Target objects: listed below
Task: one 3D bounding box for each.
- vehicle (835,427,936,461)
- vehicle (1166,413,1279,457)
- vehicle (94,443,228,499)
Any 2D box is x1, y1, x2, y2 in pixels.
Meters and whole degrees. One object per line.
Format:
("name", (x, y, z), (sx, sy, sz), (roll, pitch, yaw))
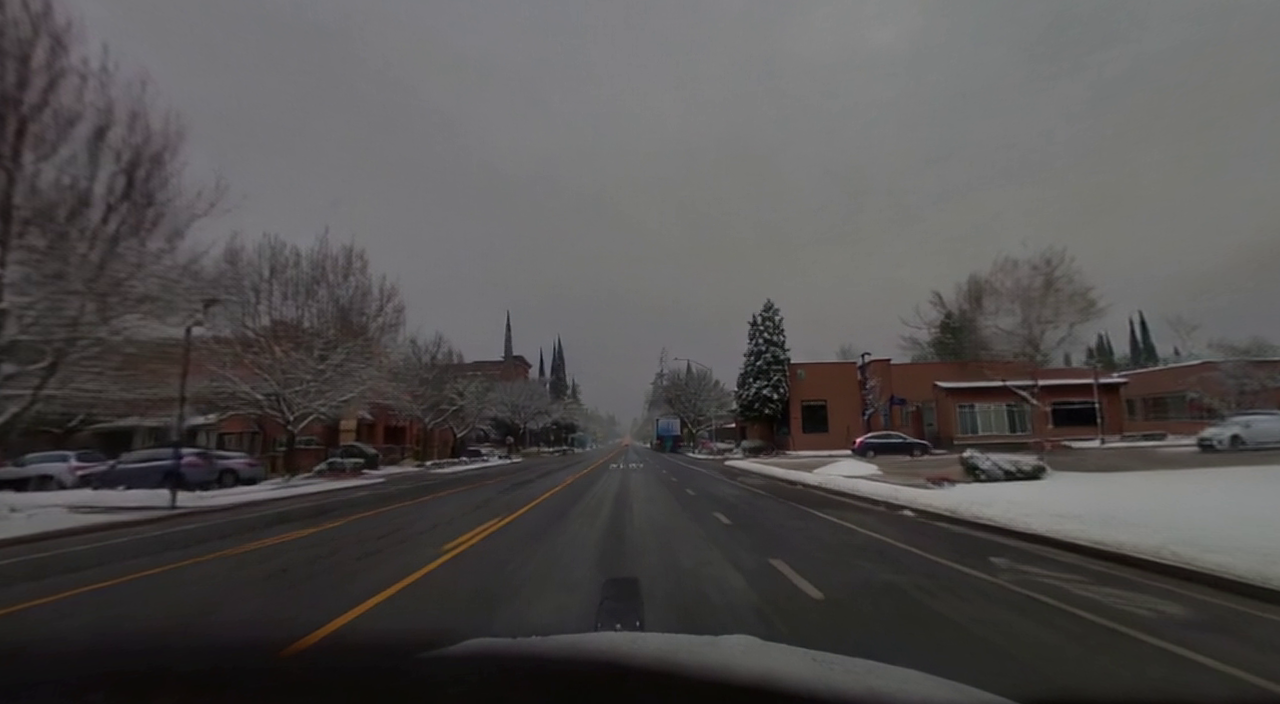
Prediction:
("vehicle", (12.678, 4.761, 32.685), (4.554, 1.668, 1.974), (-4, -9, 28))
("vehicle", (22.267, 3.122, 23.697), (4.750, 1.505, 1.928), (4, -9, -25))
("vehicle", (-16.600, 4.045, 21.881), (4.311, 1.746, 1.984), (-5, -9, 29))
